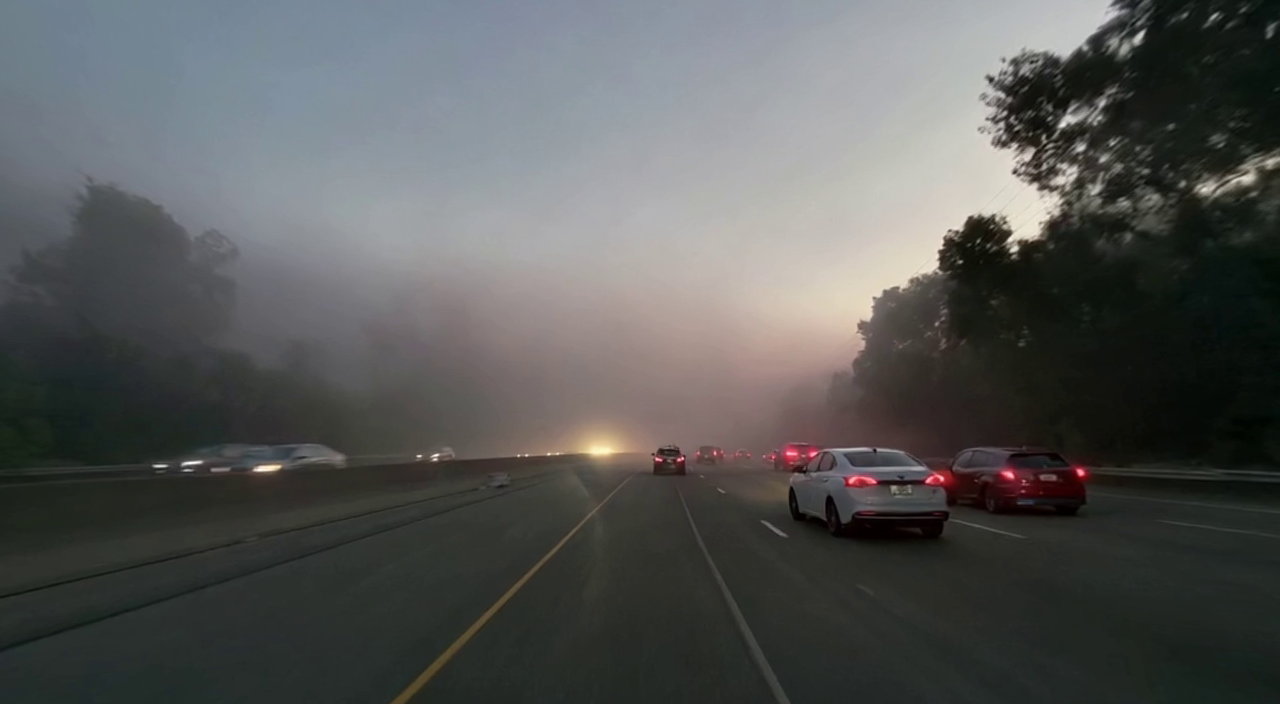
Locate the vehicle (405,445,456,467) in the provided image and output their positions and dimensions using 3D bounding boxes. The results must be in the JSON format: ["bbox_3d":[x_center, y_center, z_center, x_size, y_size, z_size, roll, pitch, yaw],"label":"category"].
[{"bbox_3d":[-15.955,7.928,48.296,2.022,1.618,4.617,-1,-8,3],"label":"vehicle"}]

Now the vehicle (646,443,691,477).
[{"bbox_3d":[1.364,5.239,30.871,2.042,1.581,3.769,0,-8,2],"label":"vehicle"}]

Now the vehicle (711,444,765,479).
[{"bbox_3d":[4.460,5.027,29.285,1.936,1.465,4.060,0,-8,2],"label":"vehicle"}]

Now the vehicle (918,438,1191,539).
[{"bbox_3d":[7.170,2.367,11.719,1.937,1.477,4.696,0,-8,1],"label":"vehicle"}]

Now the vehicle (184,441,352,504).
[{"bbox_3d":[-10.017,3.241,17.452,1.906,1.508,4.232,0,-8,3],"label":"vehicle"}]

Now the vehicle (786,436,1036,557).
[{"bbox_3d":[3.853,2.111,10.032,1.986,1.478,4.429,0,-8,0],"label":"vehicle"}]
